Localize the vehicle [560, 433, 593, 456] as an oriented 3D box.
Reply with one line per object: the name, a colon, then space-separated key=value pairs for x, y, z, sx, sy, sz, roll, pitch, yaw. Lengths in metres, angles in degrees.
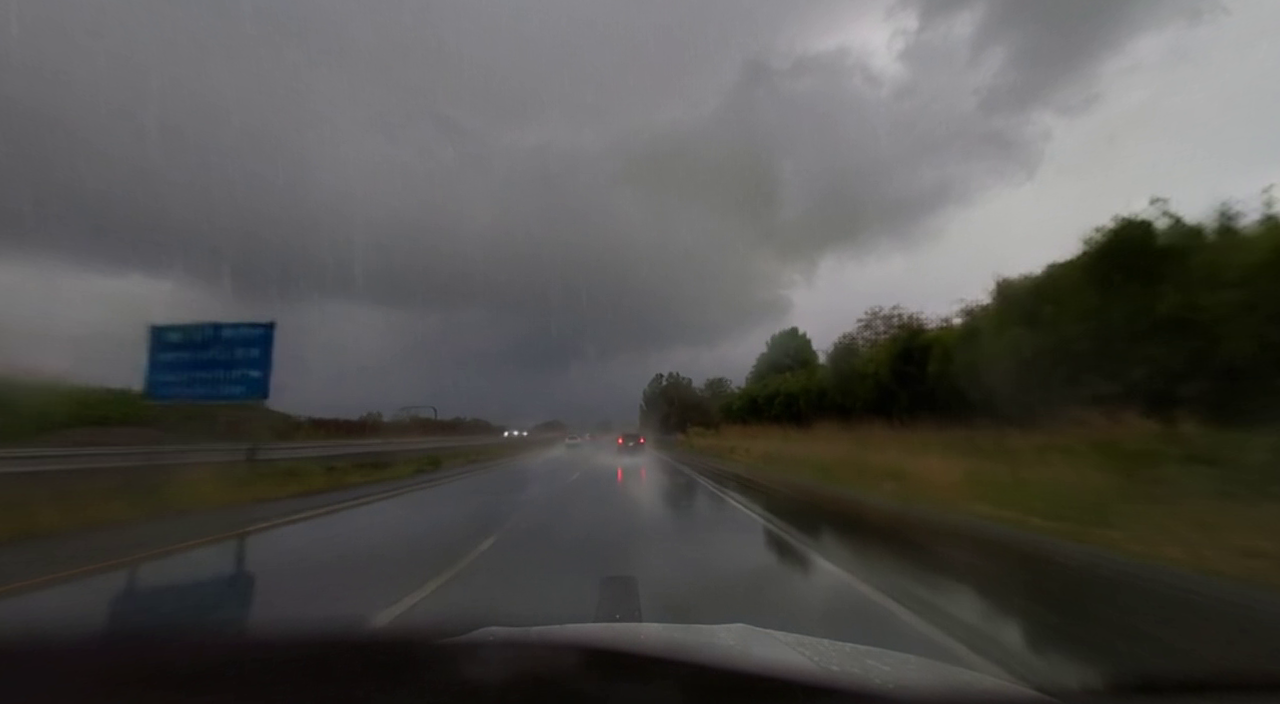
vehicle: x=-4.636 y=6.802 z=46.393 sx=2.062 sy=1.567 sz=4.117 roll=0 pitch=-8 yaw=-1

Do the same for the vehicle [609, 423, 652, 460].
vehicle: x=-0.545 y=5.011 z=35.257 sx=2.223 sy=1.957 sz=4.416 roll=0 pitch=-8 yaw=-1
